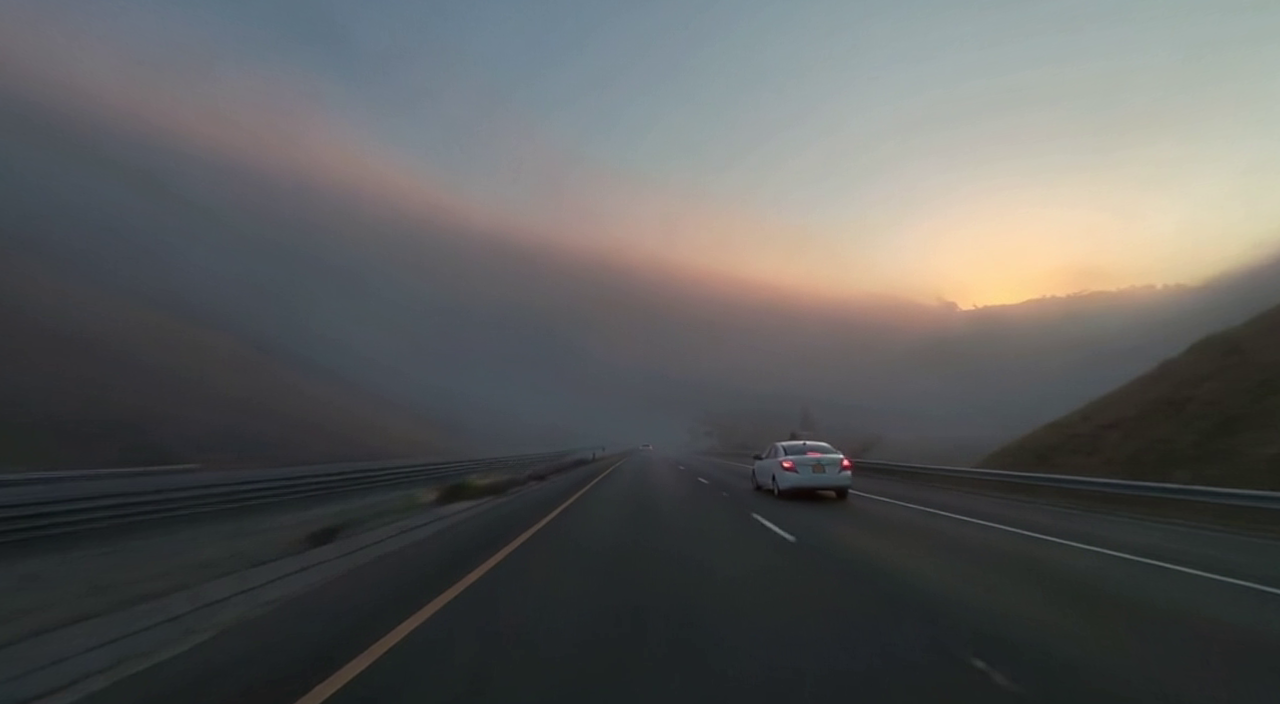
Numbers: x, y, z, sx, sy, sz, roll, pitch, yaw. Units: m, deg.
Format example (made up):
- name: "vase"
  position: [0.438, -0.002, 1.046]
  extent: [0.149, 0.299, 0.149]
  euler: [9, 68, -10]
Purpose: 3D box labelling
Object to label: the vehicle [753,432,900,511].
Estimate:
- name: "vehicle"
  position: [4.036, 2.658, 14.593]
  extent: [1.960, 1.516, 4.657]
  euler: [0, -8, 0]
